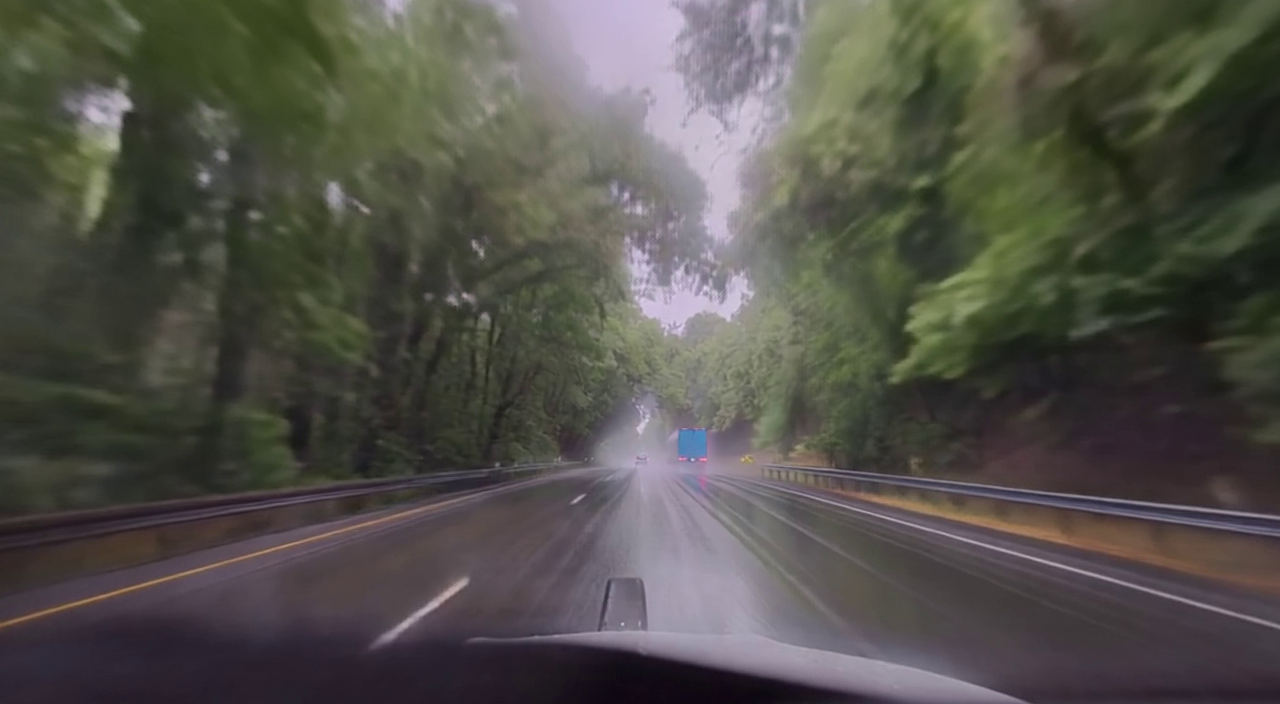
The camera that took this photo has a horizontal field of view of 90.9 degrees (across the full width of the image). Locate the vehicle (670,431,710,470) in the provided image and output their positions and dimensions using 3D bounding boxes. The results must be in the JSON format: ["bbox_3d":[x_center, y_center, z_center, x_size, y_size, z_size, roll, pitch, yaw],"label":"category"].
[{"bbox_3d":[3.770,7.658,48.737,2.572,2.795,5.978,0,-9,-1],"label":"vehicle"}]

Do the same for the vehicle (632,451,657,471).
[{"bbox_3d":[0.377,8.515,49.531,1.900,1.497,3.732,0,-9,1],"label":"vehicle"}]
